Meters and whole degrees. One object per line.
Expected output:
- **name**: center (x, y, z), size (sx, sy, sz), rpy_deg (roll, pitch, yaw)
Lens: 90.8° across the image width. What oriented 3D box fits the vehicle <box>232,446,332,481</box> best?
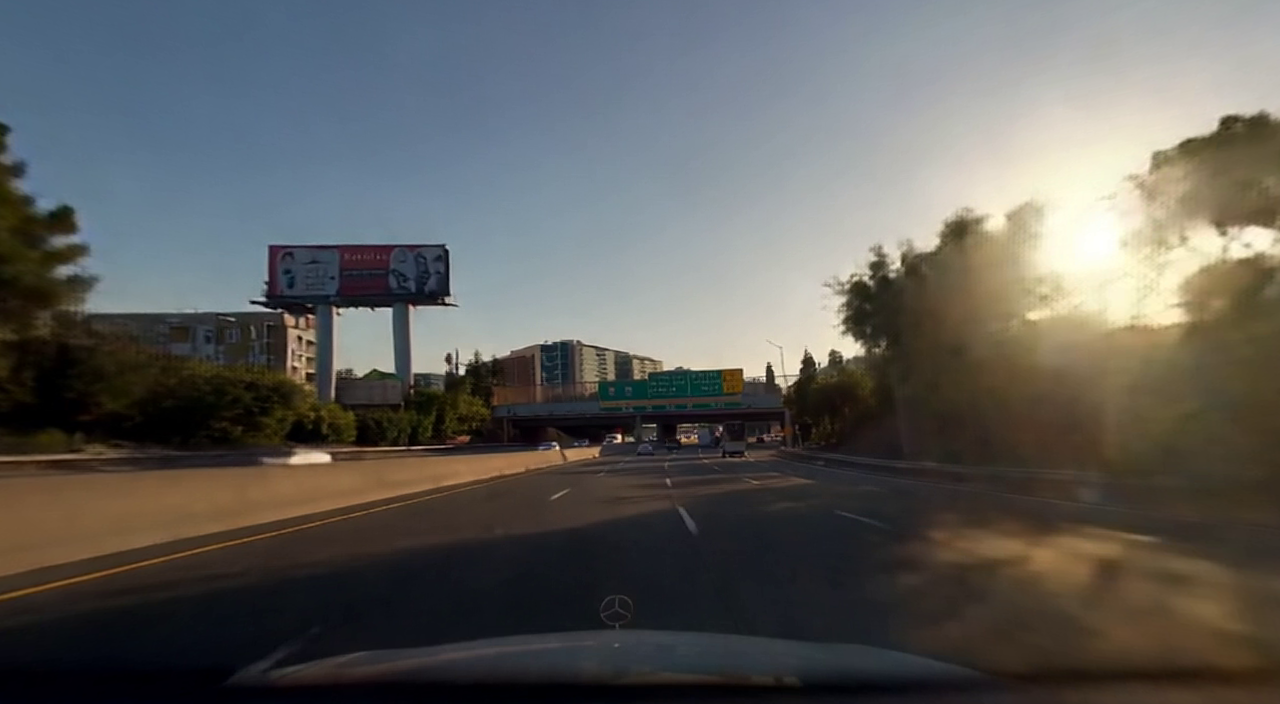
- **vehicle**: center (-15.827, 4.928, 28.217), size (1.807, 1.418, 4.486), rpy_deg (0, -9, 0)
